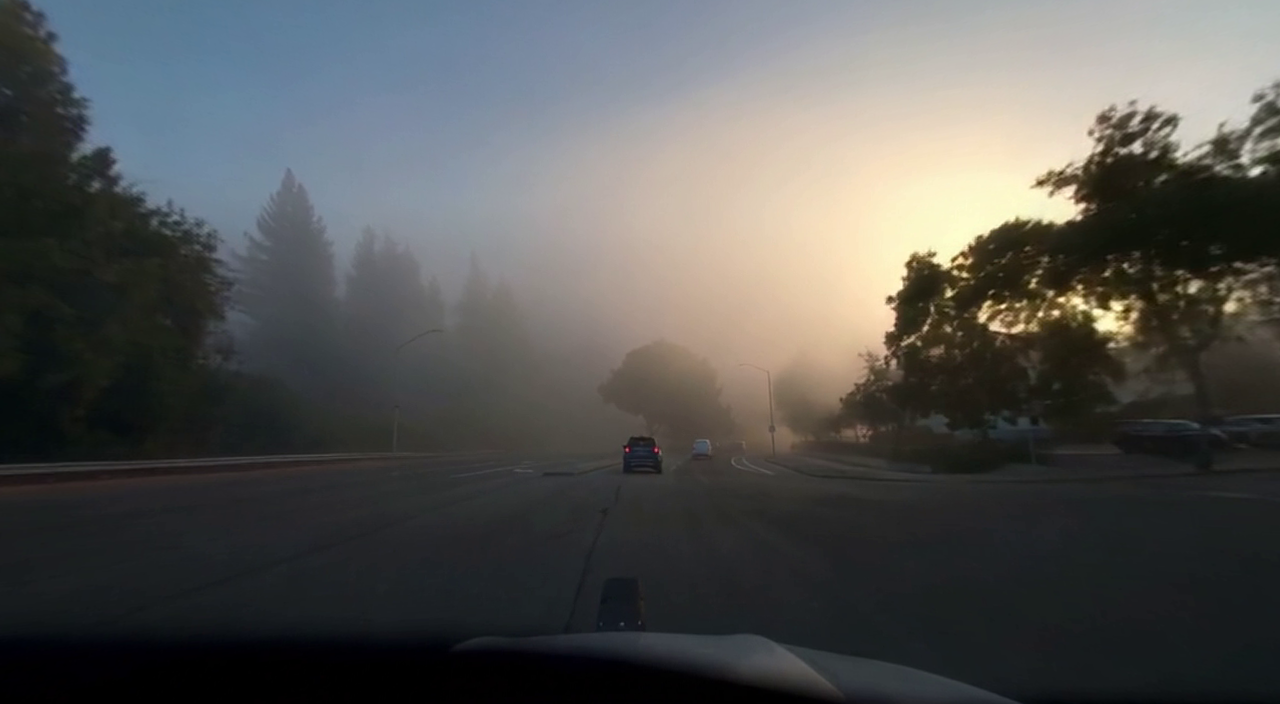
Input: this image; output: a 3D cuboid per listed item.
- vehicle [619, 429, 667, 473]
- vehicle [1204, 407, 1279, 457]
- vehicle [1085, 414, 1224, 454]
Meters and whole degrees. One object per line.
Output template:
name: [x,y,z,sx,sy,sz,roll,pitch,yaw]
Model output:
vehicle: [0.233,4.868,31.069,2.072,2.002,4.391,0,-8,5]
vehicle: [26.143,3.355,25.984,1.947,1.926,4.237,-1,-8,8]
vehicle: [22.863,3.709,28.165,1.826,1.621,4.546,2,-9,-13]
